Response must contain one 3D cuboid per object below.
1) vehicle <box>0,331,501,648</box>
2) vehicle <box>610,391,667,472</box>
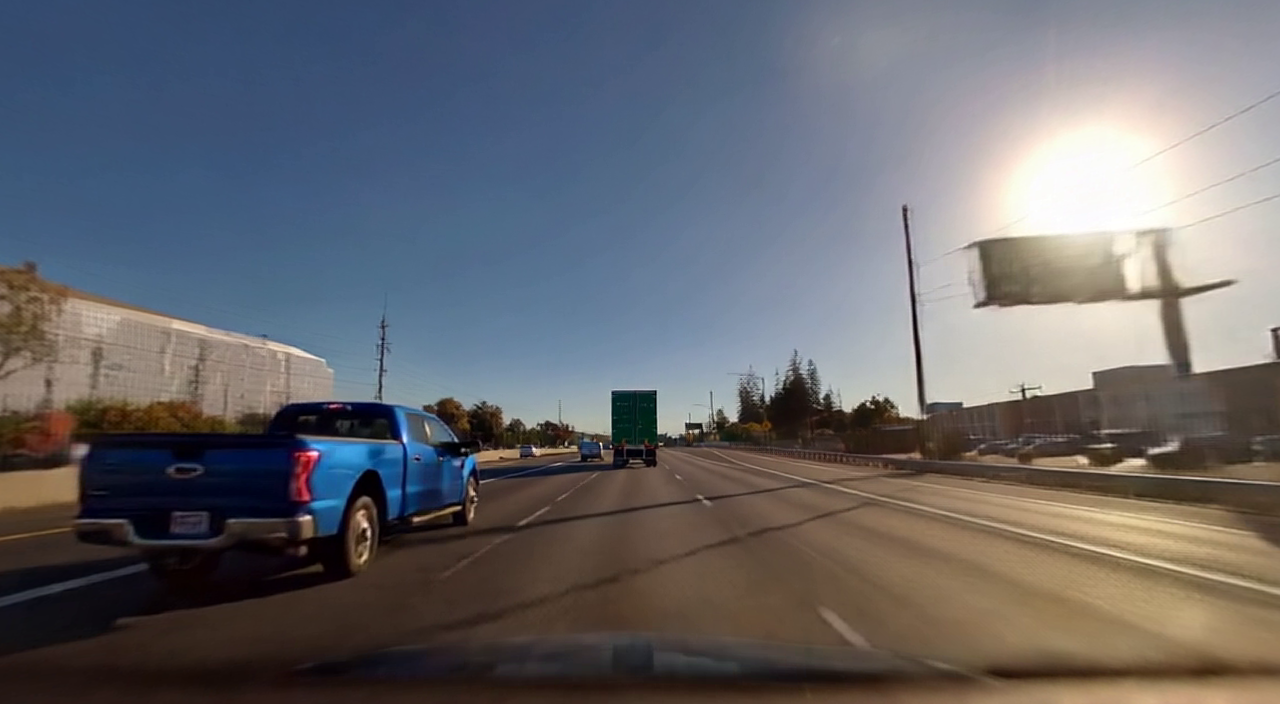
[{"bbox_3d":[-3.798,1.384,7.579,2.749,2.141,6.515,0,-8,0],"label":"vehicle"},{"bbox_3d":[-0.101,4.997,38.736,2.879,4.085,13.125,0,-8,0],"label":"vehicle"}]
